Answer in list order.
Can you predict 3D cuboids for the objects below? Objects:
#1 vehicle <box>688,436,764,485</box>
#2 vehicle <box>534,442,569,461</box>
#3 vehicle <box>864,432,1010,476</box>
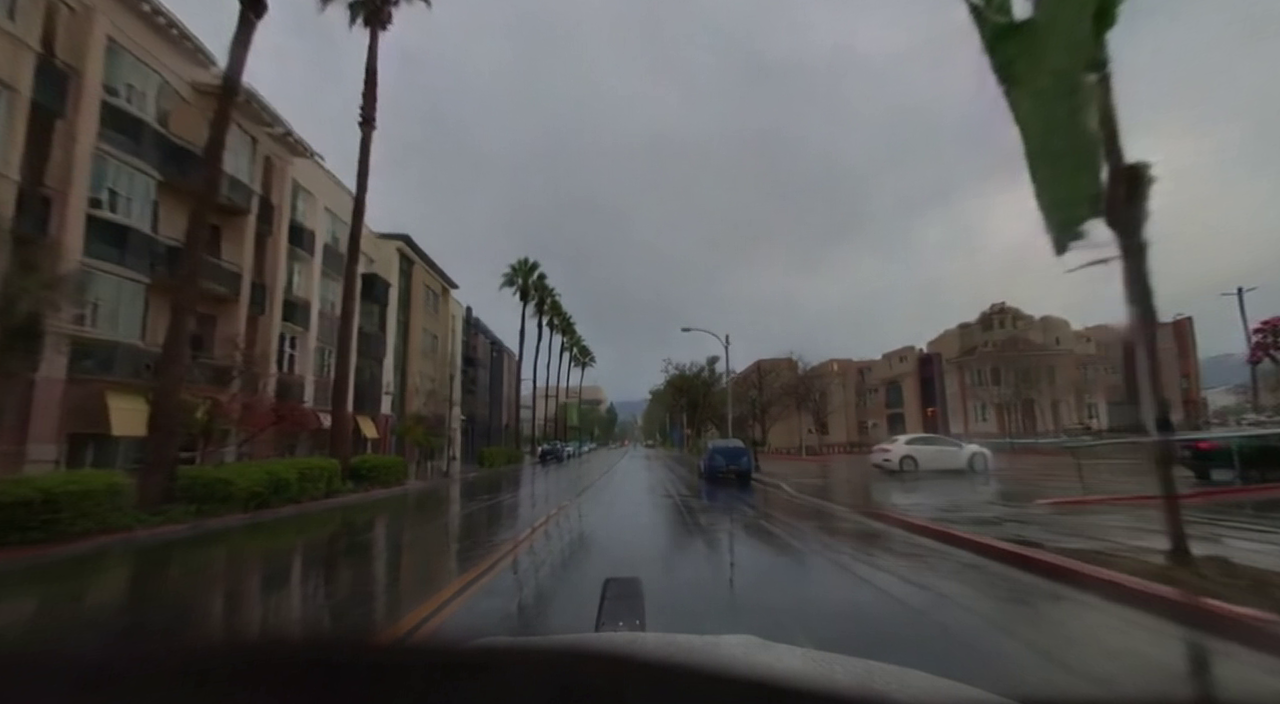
[{"bbox_3d":[2.895,3.747,22.285,1.985,1.543,4.112,0,-8,-2],"label":"vehicle"},{"bbox_3d":[-6.731,7.636,48.596,2.142,1.401,4.477,0,-8,-1],"label":"vehicle"},{"bbox_3d":[11.864,4.089,25.471,4.782,1.657,2.172,1,-8,-4],"label":"vehicle"}]
